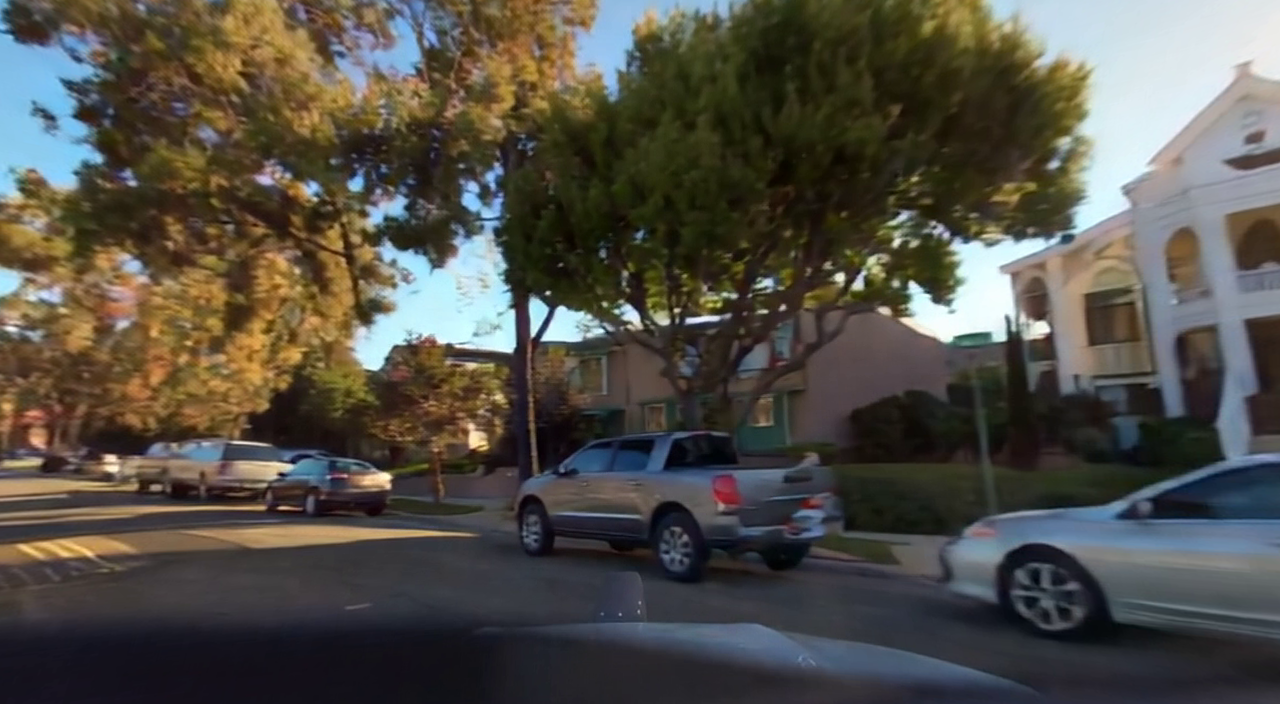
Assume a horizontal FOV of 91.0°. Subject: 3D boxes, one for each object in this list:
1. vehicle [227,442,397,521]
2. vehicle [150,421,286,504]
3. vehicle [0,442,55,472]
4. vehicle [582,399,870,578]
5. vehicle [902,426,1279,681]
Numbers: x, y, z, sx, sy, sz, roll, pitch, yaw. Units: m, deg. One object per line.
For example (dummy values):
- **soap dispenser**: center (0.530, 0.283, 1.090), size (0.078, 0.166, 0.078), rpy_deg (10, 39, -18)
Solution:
- **vehicle**: center (-7.861, 2.933, 14.917), size (4.476, 1.442, 1.828), rpy_deg (-4, -9, 39)
- **vehicle**: center (-12.920, 3.213, 19.149), size (4.893, 2.129, 1.993), rpy_deg (-4, -9, 40)
- **vehicle**: center (-47.685, 8.100, 48.923), size (4.962, 2.038, 2.191), rpy_deg (-5, -10, 38)
- **vehicle**: center (1.505, 1.845, 9.434), size (2.046, 1.969, 4.585), rpy_deg (-7, -11, 40)
- **vehicle**: center (4.677, 1.279, 4.177), size (5.075, 1.436, 1.863), rpy_deg (-4, -9, 40)
